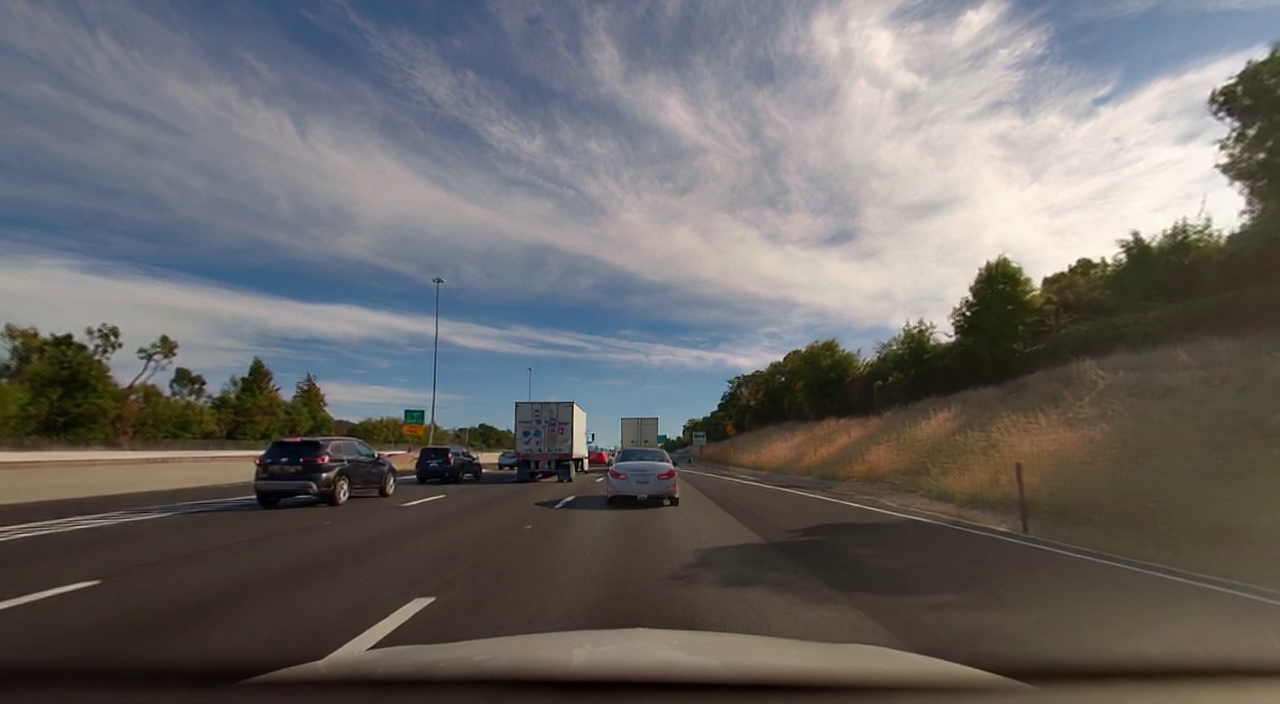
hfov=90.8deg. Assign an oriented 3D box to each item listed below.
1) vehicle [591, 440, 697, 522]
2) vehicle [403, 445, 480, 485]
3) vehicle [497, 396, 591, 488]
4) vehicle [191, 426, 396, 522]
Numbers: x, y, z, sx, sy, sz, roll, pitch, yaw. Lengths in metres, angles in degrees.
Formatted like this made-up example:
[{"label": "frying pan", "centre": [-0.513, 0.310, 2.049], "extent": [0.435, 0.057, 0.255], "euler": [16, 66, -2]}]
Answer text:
[{"label": "vehicle", "centre": [0.047, 2.689, 13.570], "extent": [1.995, 1.495, 3.380], "euler": [0, -9, -1]}, {"label": "vehicle", "centre": [-8.039, 4.603, 25.919], "extent": [1.880, 1.512, 3.758], "euler": [-1, -9, 1]}, {"label": "vehicle", "centre": [-3.789, 3.847, 26.811], "extent": [2.812, 3.342, 7.248], "euler": [-1, -9, 0]}, {"label": "vehicle", "centre": [-7.237, 2.587, 13.828], "extent": [1.952, 1.746, 4.332], "euler": [-1, -9, 1]}]
